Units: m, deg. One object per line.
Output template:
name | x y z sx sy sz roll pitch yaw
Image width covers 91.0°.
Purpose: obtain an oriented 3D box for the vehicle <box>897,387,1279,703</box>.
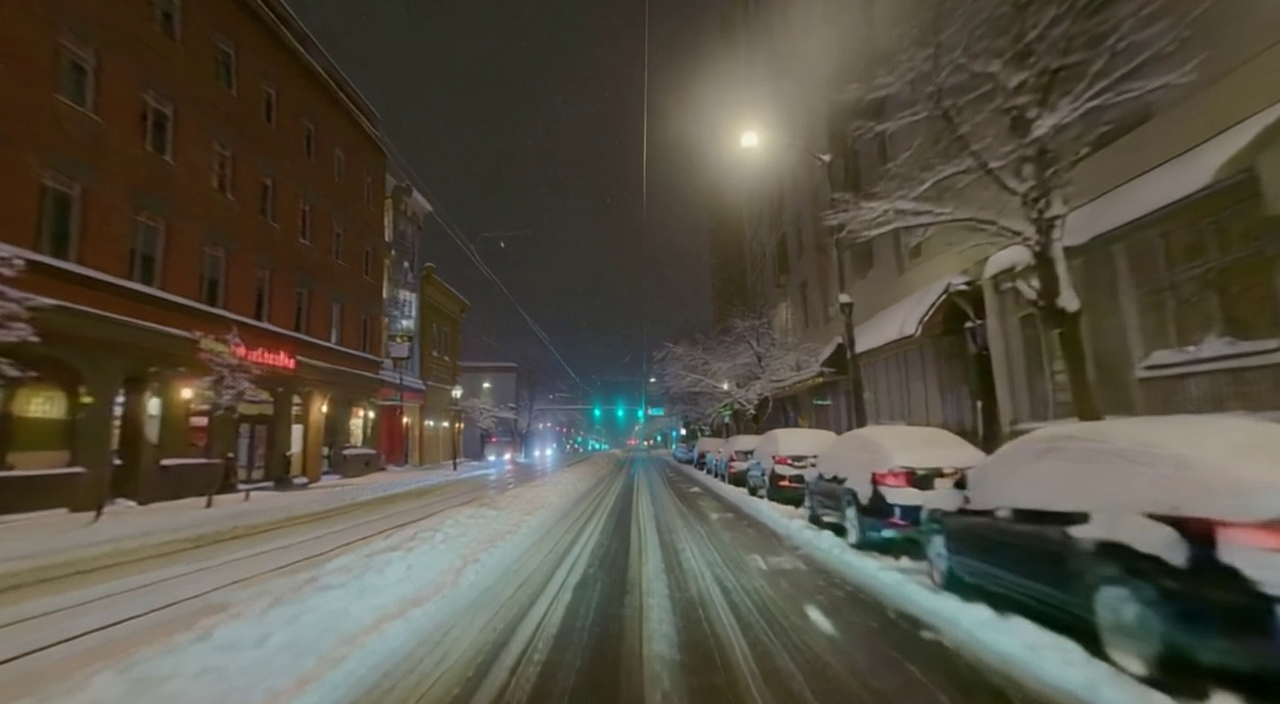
vehicle | 3.598 1.178 4.639 1.808 1.541 3.644 -1 -8 0
